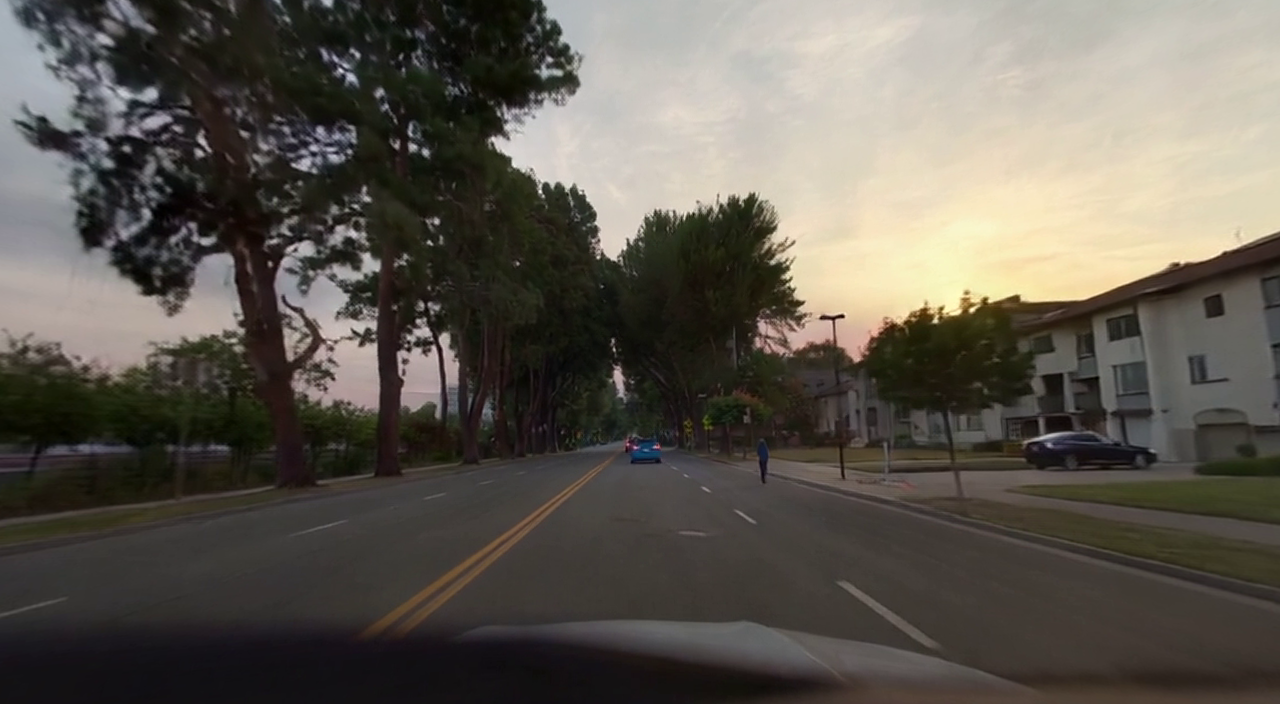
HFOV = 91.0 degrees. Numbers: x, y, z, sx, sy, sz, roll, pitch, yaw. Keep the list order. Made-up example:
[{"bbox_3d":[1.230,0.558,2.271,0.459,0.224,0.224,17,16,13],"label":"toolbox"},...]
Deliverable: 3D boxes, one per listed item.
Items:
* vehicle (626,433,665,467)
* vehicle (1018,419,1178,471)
[{"bbox_3d":[0.274,5.293,34.119,1.981,1.703,3.691,0,-8,0],"label":"vehicle"},{"bbox_3d":[17.204,3.526,23.855,4.237,1.819,2.245,0,-9,0],"label":"vehicle"}]
